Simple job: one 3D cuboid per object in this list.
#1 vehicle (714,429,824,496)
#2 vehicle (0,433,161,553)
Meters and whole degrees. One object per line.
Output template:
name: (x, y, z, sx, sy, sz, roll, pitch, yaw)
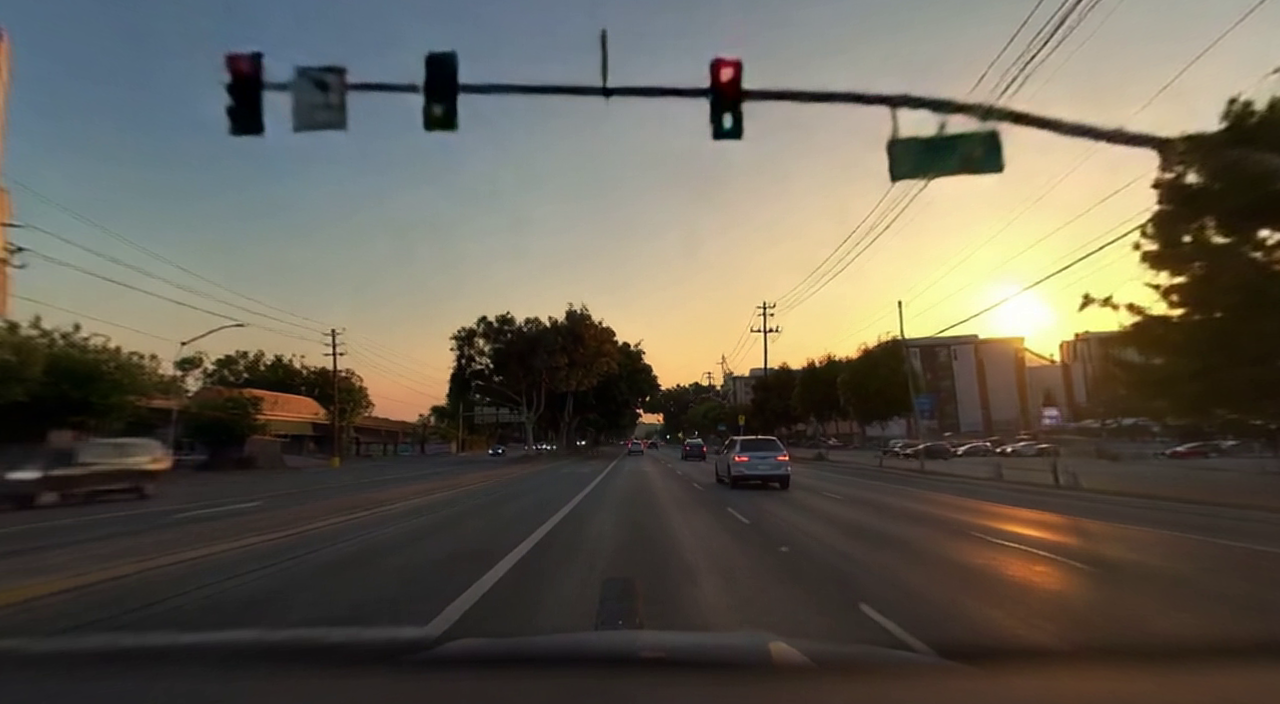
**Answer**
vehicle: (3.547, 3.128, 18.230, 2.128, 1.699, 4.222, 0, -8, -2)
vehicle: (-9.146, 1.943, 8.729, 1.816, 1.478, 4.404, -2, -6, -3)
